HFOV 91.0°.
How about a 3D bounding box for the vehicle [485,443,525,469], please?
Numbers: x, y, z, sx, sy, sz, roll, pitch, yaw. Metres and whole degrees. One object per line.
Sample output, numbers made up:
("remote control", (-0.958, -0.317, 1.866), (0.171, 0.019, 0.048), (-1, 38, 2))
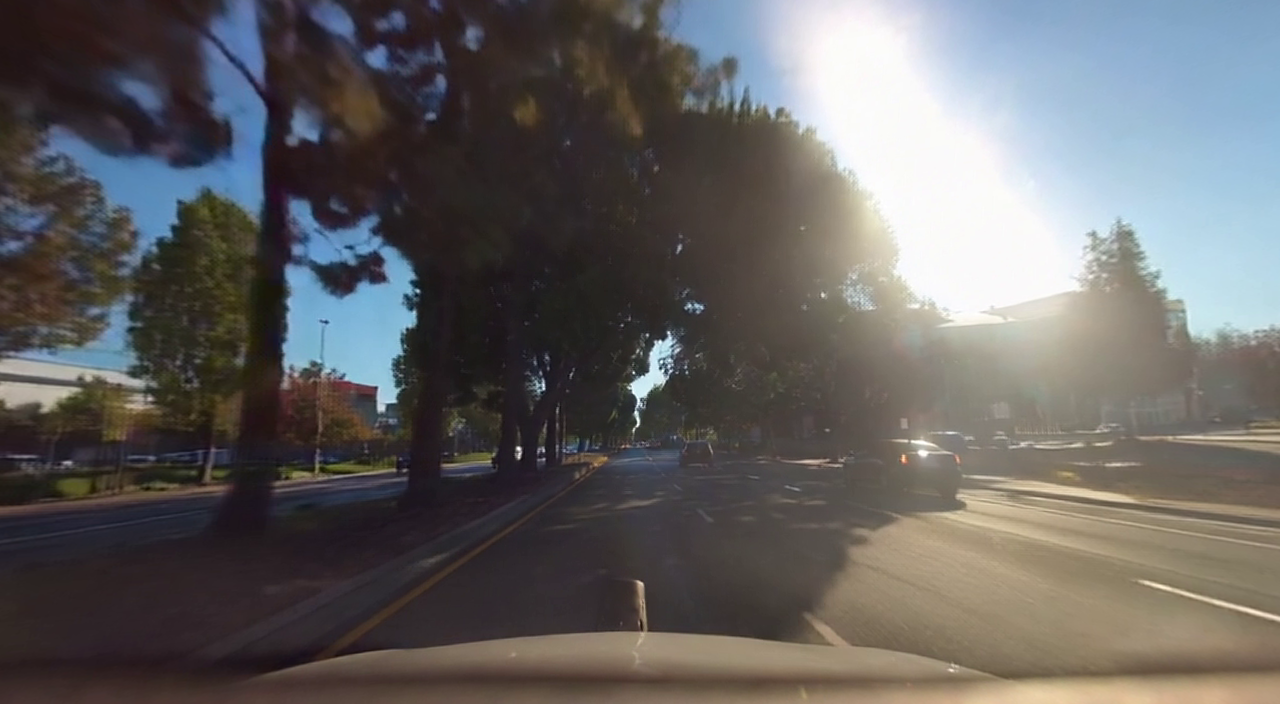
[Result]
("vehicle", (-9.549, 7.389, 44.884), (1.968, 1.684, 4.265), (0, -9, -1))

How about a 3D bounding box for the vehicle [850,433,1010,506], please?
("vehicle", (6.859, 2.812, 15.484), (1.886, 1.528, 4.169), (0, -9, -1))

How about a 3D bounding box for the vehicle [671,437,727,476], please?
("vehicle", (2.664, 4.854, 29.455), (2.161, 1.676, 4.151), (0, -9, -1))
